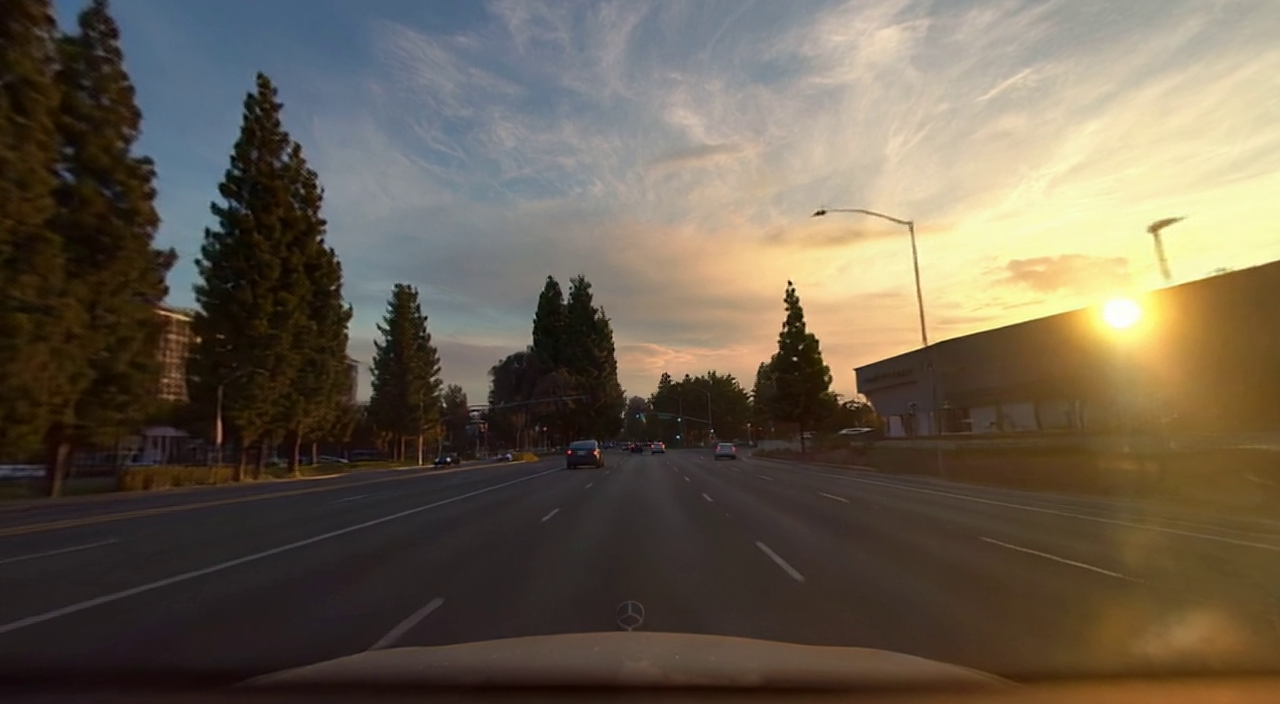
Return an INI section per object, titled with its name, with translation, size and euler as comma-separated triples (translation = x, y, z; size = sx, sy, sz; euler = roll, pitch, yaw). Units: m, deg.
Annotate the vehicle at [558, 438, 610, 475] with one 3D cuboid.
[vehicle]
translation = -2.685, 5.158, 31.327
size = 2.121, 1.656, 4.559
euler = 0, -8, 1
